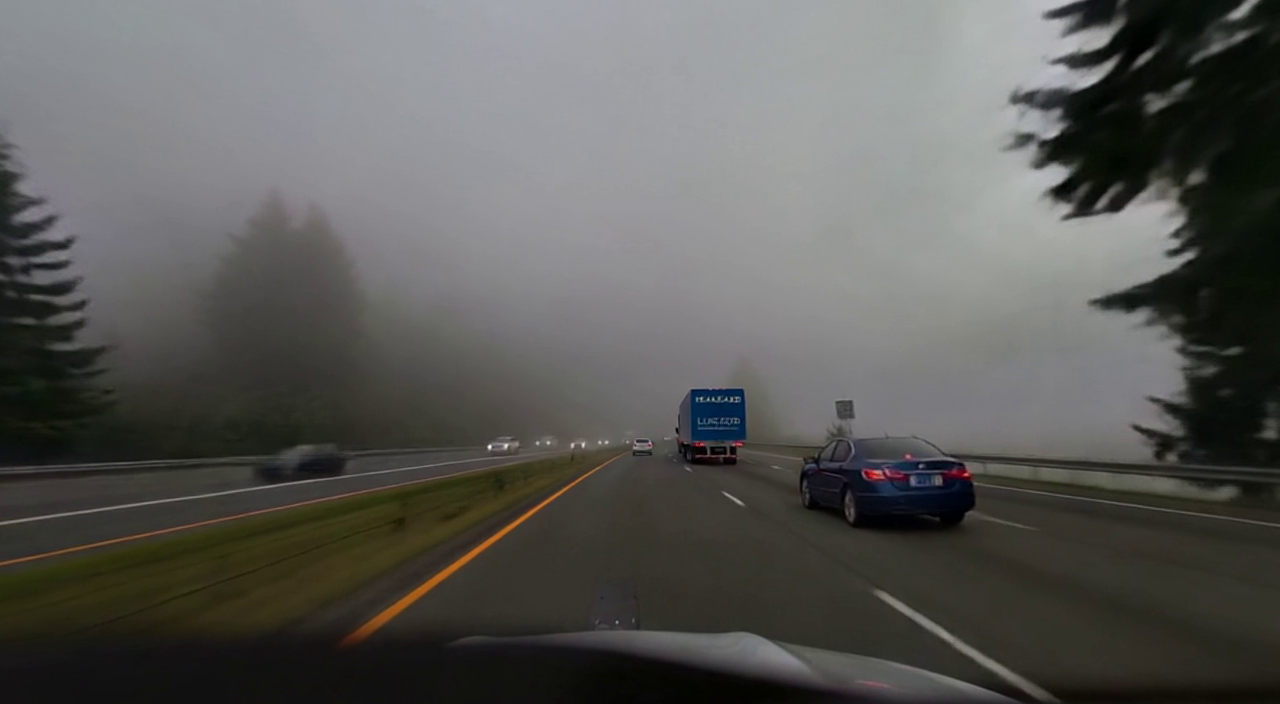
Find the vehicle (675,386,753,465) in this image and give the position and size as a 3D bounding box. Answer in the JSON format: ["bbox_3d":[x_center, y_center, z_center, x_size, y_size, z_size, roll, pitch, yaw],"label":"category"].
[{"bbox_3d":[4.232,4.730,39.661,3.171,4.072,13.784,0,-8,0],"label":"vehicle"}]

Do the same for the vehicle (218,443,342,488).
[{"bbox_3d":[-13.600,4.287,24.228,1.967,1.455,4.695,-1,-8,1],"label":"vehicle"}]

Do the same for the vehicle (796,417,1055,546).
[{"bbox_3d":[4.083,1.886,9.986,2.028,1.573,4.207,0,-8,-1],"label":"vehicle"}]

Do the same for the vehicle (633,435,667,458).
[{"bbox_3d":[0.703,6.575,43.915,2.209,1.499,4.144,-1,-8,1],"label":"vehicle"}]
